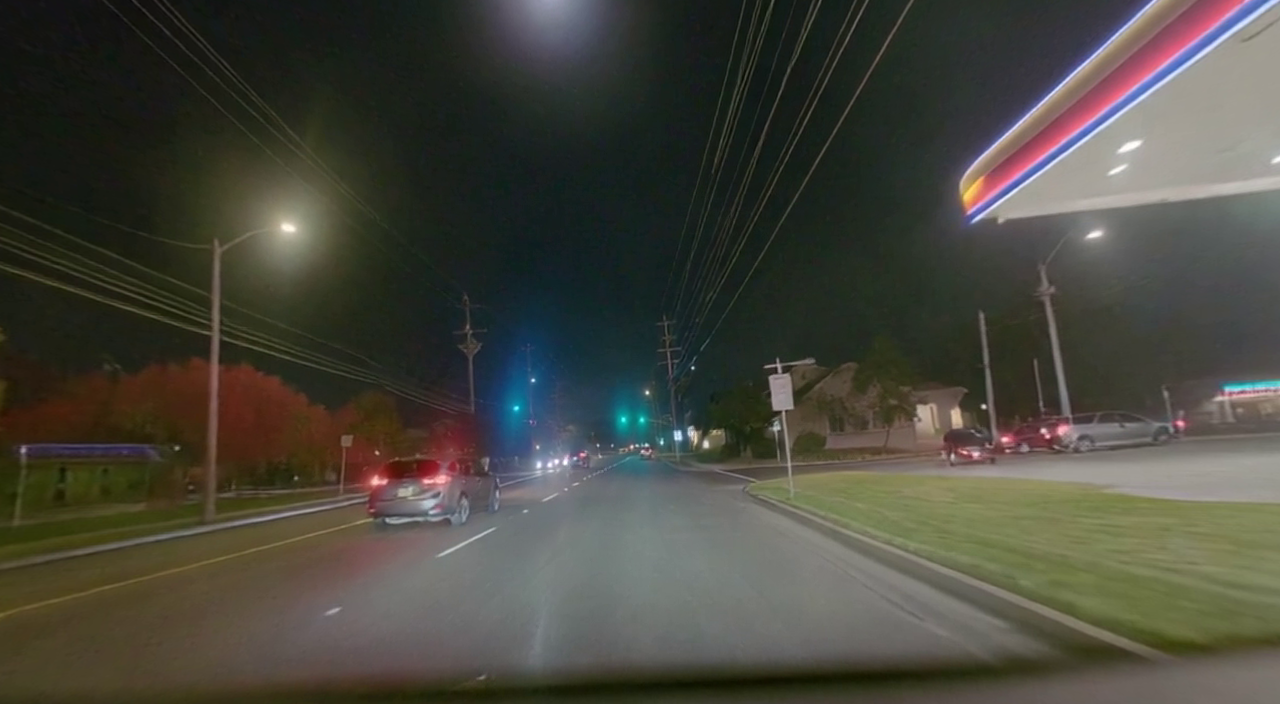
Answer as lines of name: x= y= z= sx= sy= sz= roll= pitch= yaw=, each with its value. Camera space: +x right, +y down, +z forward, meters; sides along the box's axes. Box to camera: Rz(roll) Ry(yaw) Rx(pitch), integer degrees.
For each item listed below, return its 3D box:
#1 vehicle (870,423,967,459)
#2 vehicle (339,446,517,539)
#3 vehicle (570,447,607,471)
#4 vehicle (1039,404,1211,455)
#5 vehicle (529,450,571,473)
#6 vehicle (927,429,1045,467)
vehicle: x=14.673 y=4.735 z=33.557 sx=4.495 sy=1.806 sz=2.076 roll=-3 pitch=-9 yaw=20
vehicle: x=-3.787 y=2.560 z=12.262 sx=1.704 sy=1.430 sz=4.587 roll=0 pitch=-8 yaw=2
vehicle: x=-3.340 y=7.028 z=41.744 sx=1.943 sy=1.455 sz=4.414 roll=0 pitch=-8 yaw=2
vehicle: x=19.226 y=3.138 z=25.326 sx=4.817 sy=1.919 sz=2.308 roll=-1 pitch=-9 yaw=7
vehicle: x=-6.917 y=8.547 z=49.480 sx=2.347 sy=1.607 sz=5.953 roll=0 pitch=-8 yaw=1
vehicle: x=14.173 y=3.952 z=26.106 sx=3.830 sy=1.474 sz=1.771 roll=-1 pitch=-9 yaw=9
